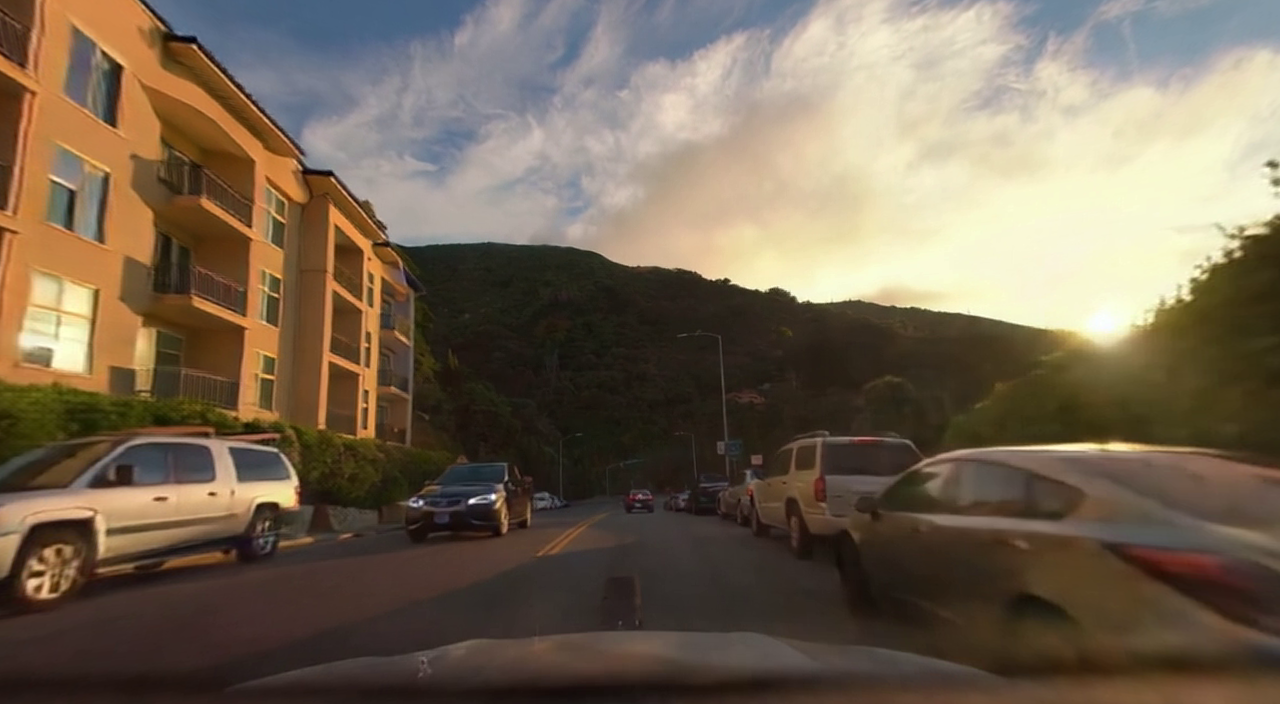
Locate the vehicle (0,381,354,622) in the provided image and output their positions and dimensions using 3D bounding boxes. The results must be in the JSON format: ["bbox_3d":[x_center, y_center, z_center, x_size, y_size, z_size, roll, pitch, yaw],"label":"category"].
[{"bbox_3d":[-6.412,1.754,8.138,2.692,1.949,5.948,0,-11,-1],"label":"vehicle"}]

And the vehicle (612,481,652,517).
[{"bbox_3d":[-0.525,8.600,36.954,2.201,1.731,3.854,0,-8,-2],"label":"vehicle"}]

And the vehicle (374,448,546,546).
[{"bbox_3d":[-3.379,2.924,12.973,2.102,1.621,4.627,0,-12,1],"label":"vehicle"}]

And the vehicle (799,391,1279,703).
[{"bbox_3d":[2.605,1.175,3.949,1.933,1.465,4.698,0,-8,-1],"label":"vehicle"}]
